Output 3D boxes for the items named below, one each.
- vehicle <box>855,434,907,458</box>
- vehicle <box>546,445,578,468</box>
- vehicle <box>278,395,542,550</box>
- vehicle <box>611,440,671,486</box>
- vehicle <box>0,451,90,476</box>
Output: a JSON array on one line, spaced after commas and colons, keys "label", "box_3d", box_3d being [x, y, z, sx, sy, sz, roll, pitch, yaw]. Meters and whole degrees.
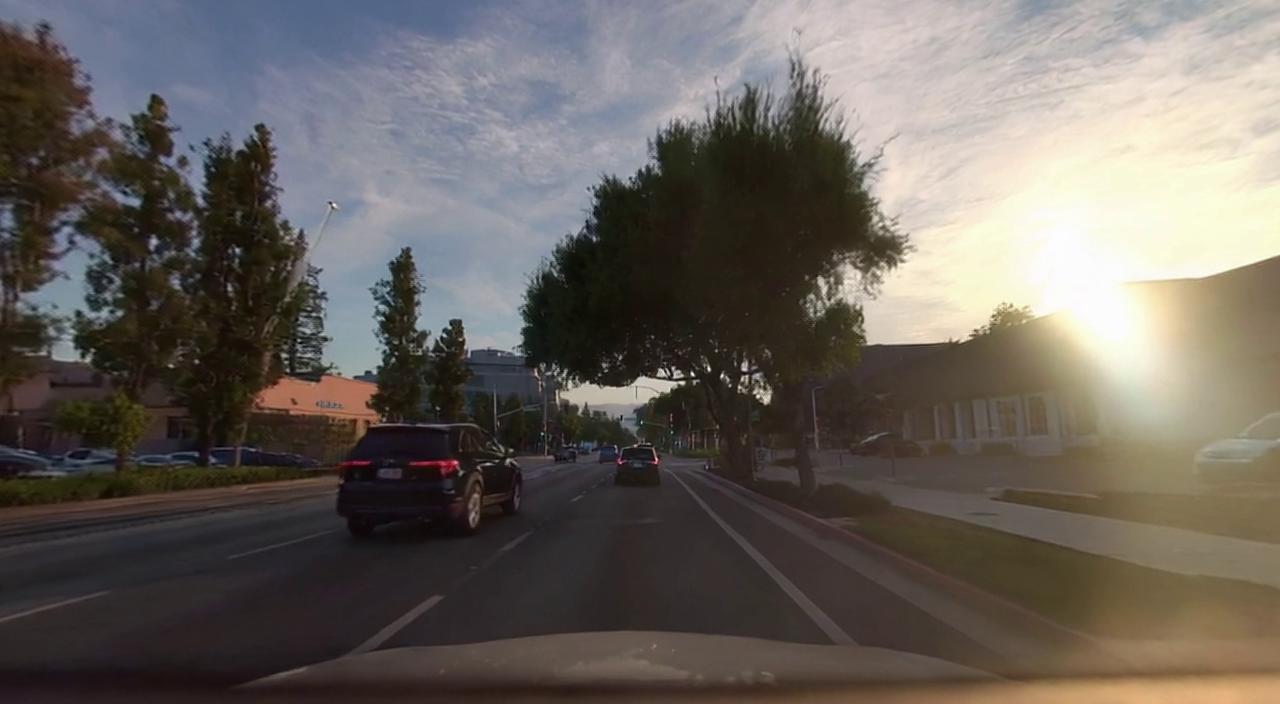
[{"label": "vehicle", "box_3d": [17.508, 6.860, 45.929, 1.856, 1.491, 4.209, -4, -8, -3]}, {"label": "vehicle", "box_3d": [-6.083, 8.184, 49.533, 1.906, 1.705, 4.024, 0, -9, 2]}, {"label": "vehicle", "box_3d": [-3.431, 1.988, 11.000, 2.358, 1.990, 5.447, 0, -9, 2]}, {"label": "vehicle", "box_3d": [0.086, 4.257, 24.481, 2.108, 1.612, 4.246, 0, -9, 1]}, {"label": "vehicle", "box_3d": [-30.804, 5.513, 31.285, 2.200, 1.117, 4.928, -2, -9, 10]}]
